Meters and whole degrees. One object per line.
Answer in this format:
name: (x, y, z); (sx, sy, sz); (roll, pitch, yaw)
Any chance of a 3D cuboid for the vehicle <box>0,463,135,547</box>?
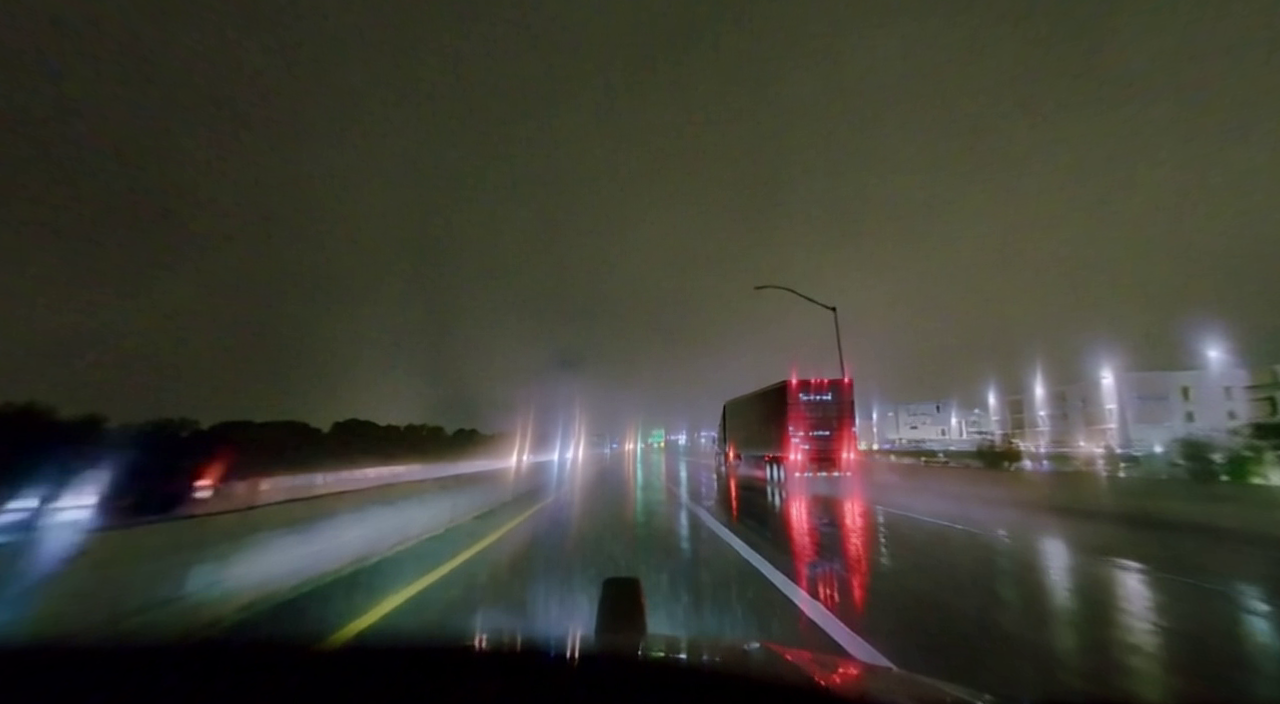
vehicle: (-12.869, 2.997, 12.501); (1.959, 1.465, 4.601); (0, -9, -1)
